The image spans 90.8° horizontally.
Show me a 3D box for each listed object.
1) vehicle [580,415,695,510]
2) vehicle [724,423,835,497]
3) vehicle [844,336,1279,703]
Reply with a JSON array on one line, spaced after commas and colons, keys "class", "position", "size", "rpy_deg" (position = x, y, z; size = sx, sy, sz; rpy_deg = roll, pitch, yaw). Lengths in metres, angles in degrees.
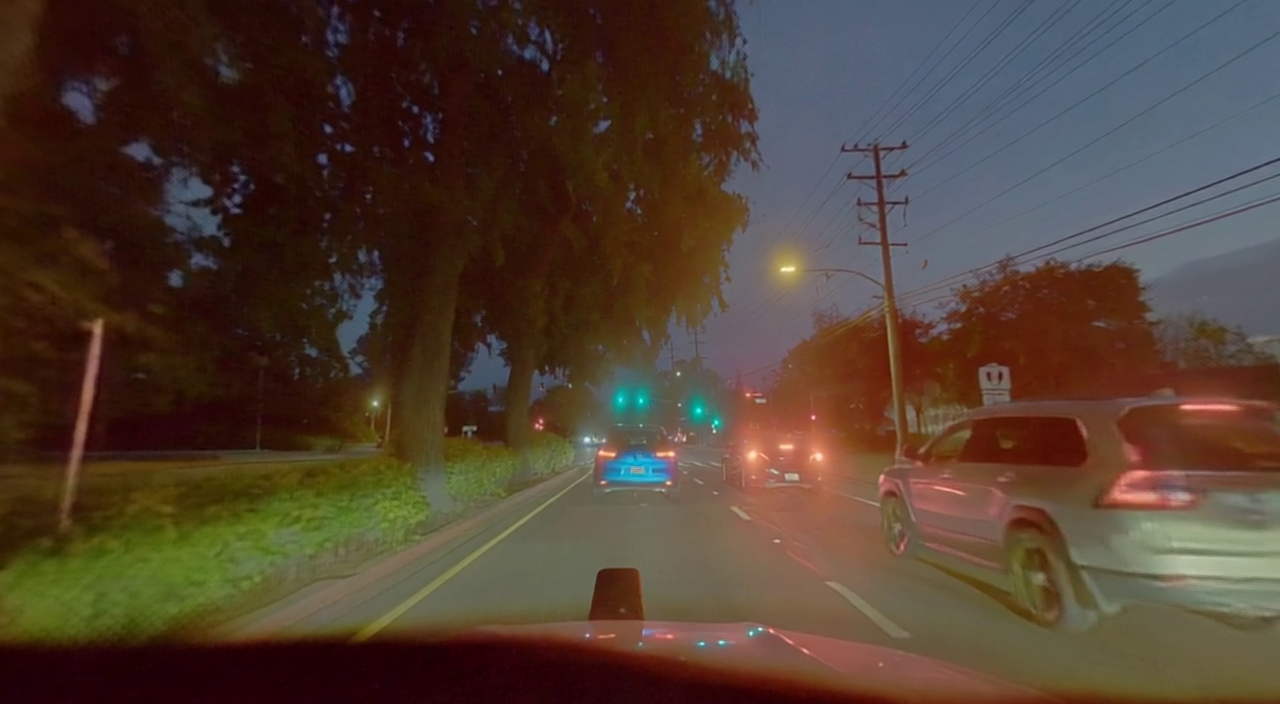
[{"class": "vehicle", "position": [-0.093, 2.377, 14.015], "size": [2.163, 1.746, 4.073], "rpy_deg": [0, -8, -1]}, {"class": "vehicle", "position": [3.428, 2.732, 16.260], "size": [1.923, 1.653, 3.703], "rpy_deg": [0, -8, -1]}, {"class": "vehicle", "position": [3.826, 1.176, 5.590], "size": [2.254, 1.840, 4.918], "rpy_deg": [0, -8, -2]}]
